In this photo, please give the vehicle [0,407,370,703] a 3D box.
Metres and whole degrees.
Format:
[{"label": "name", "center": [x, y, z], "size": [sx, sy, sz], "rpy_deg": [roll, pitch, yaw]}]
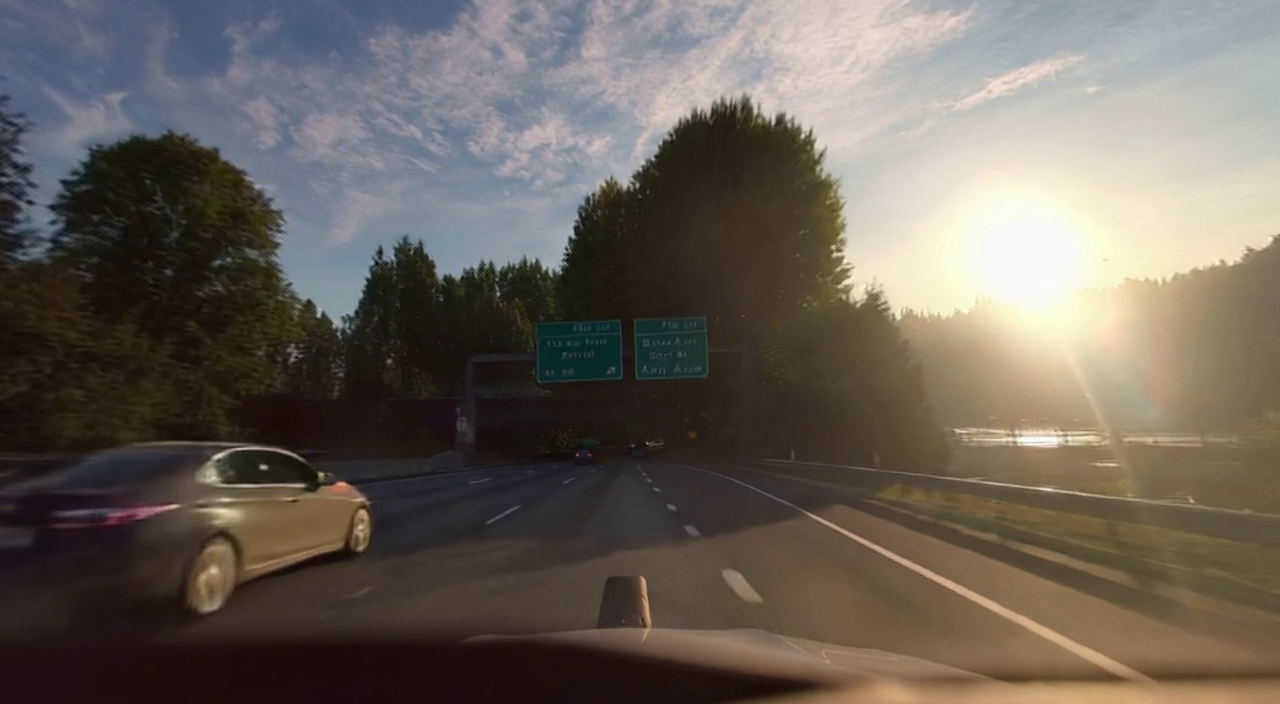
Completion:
[{"label": "vehicle", "center": [-4.263, 1.360, 5.068], "size": [2.065, 1.551, 4.889], "rpy_deg": [0, -9, -1]}]
